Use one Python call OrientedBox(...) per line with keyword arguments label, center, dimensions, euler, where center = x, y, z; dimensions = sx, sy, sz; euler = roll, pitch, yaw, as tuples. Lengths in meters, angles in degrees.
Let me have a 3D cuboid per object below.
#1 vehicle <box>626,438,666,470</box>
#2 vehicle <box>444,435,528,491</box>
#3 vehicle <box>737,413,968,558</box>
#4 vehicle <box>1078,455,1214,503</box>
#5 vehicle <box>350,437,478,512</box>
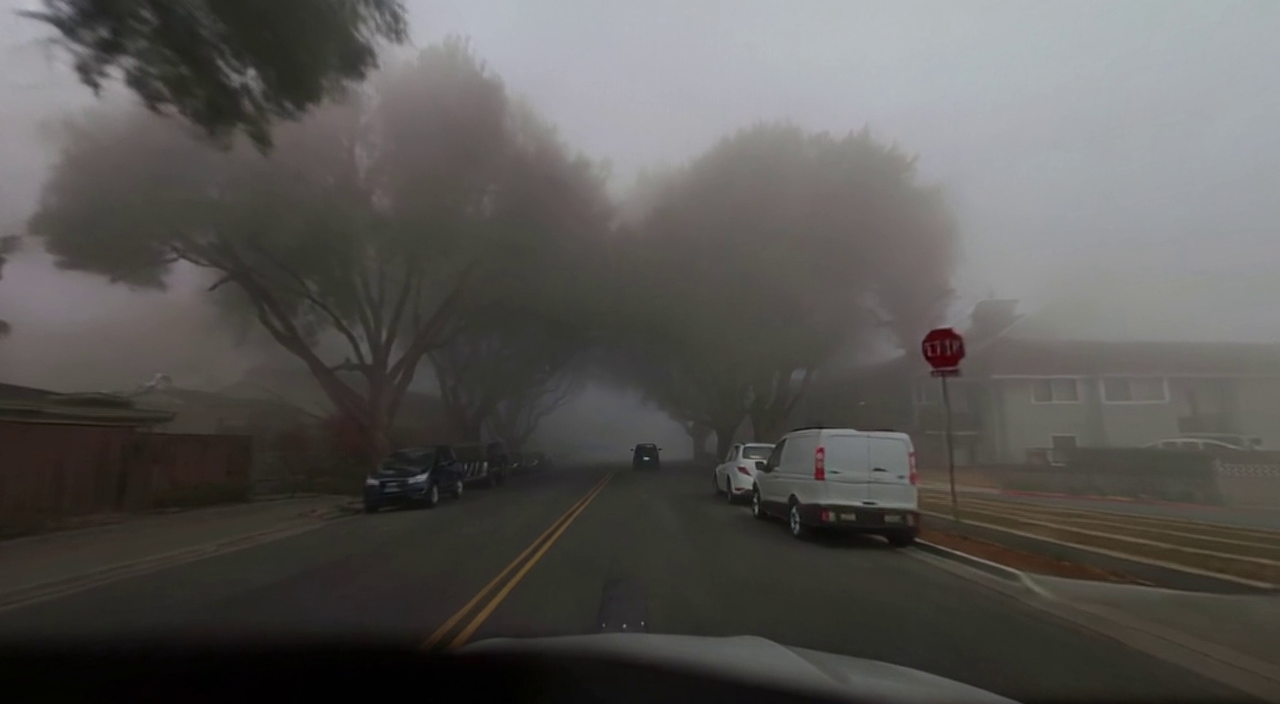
OrientedBox(label="vehicle", center=(0.316, 5.854, 36.463), dimensions=(2.172, 1.722, 4.201), euler=(0, -8, 0))
OrientedBox(label="vehicle", center=(-5.454, 3.969, 22.898), dimensions=(1.899, 1.615, 4.624), euler=(-5, -8, -1))
OrientedBox(label="vehicle", center=(3.034, 2.012, 10.304), dimensions=(1.970, 1.801, 4.721), euler=(0, -8, -2))
OrientedBox(label="vehicle", center=(21.587, 5.372, 27.192), dimensions=(1.765, 1.762, 4.881), euler=(0, -8, 0))
OrientedBox(label="vehicle", center=(-5.648, 3.073, 16.404), dimensions=(1.955, 1.659, 4.324), euler=(0, -8, -4))
